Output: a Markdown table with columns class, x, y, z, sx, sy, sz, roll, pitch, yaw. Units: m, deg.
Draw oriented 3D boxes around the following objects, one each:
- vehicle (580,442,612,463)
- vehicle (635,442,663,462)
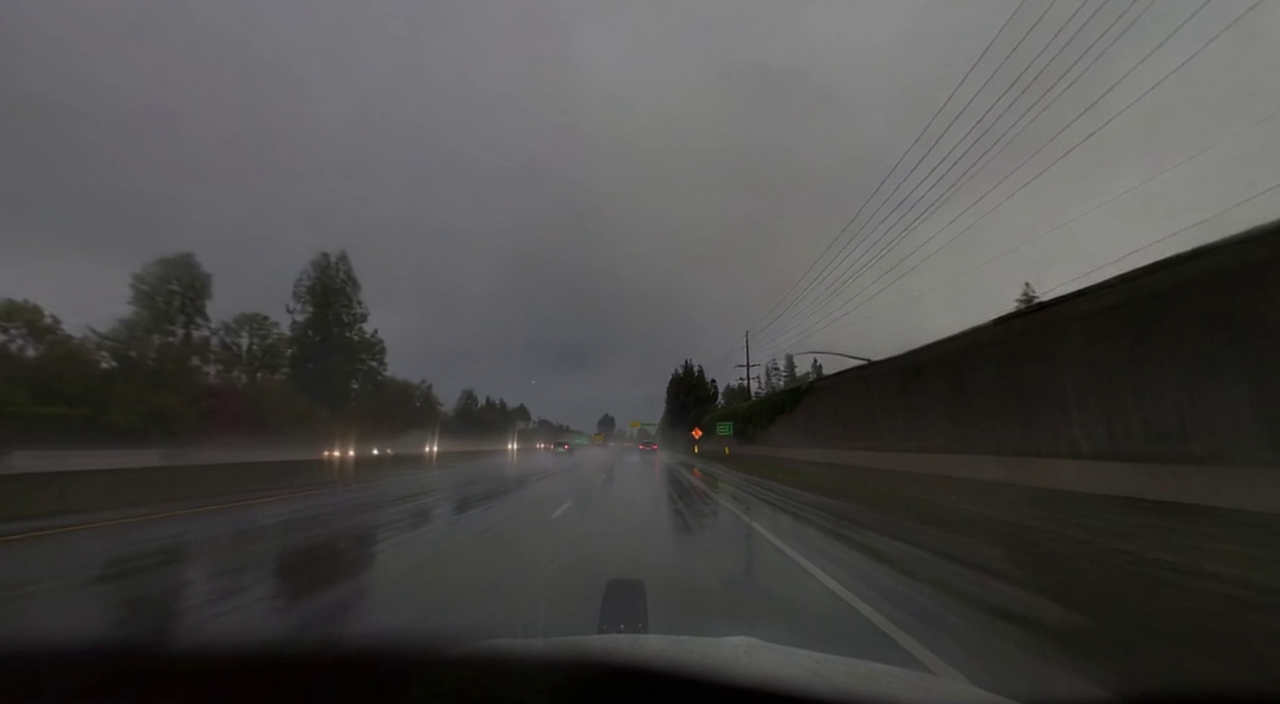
| class | x | y | z | sx | sy | sz | roll | pitch | yaw |
| --- | --- | --- | --- | --- | --- | --- | --- | --- | --- |
| vehicle | -3.240 | 7.480 | 46.943 | 2.046 | 1.478 | 4.111 | 0 | -8 | 0 |
| vehicle | 0.656 | 7.698 | 48.577 | 2.057 | 1.453 | 3.926 | 0 | -8 | 0 |
